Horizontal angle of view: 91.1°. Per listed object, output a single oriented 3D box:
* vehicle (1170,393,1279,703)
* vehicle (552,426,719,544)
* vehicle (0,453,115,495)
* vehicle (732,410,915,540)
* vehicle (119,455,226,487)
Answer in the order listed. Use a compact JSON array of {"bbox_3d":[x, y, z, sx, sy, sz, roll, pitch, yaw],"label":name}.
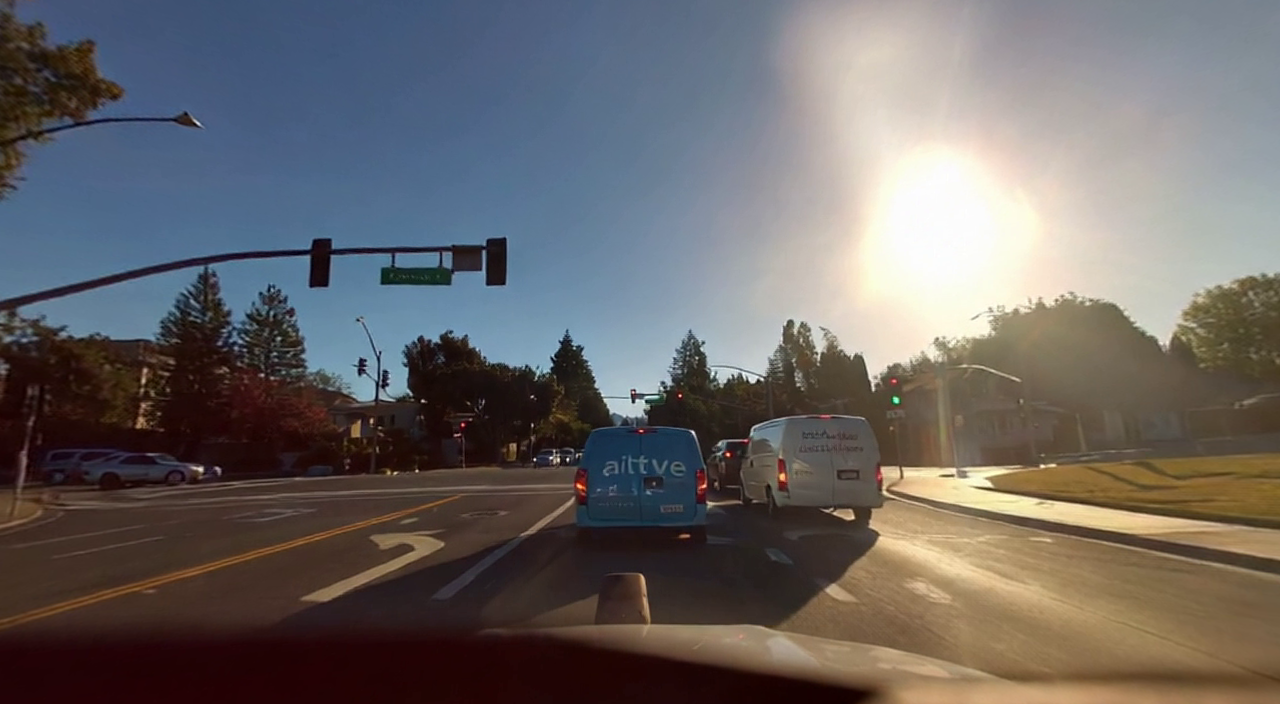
[{"bbox_3d":[3.234,0.614,0.325,1.934,1.506,4.544,0,-9,0],"label":"vehicle"},{"bbox_3d":[-0.045,2.189,10.980,2.321,1.624,4.367,0,-9,1],"label":"vehicle"},{"bbox_3d":[-28.399,5.769,29.810,4.757,1.841,2.121,1,-9,-7],"label":"vehicle"},{"bbox_3d":[3.082,2.175,11.631,2.059,1.924,4.257,0,-9,0],"label":"vehicle"},{"bbox_3d":[-25.219,6.395,34.003,4.073,1.603,1.920,1,-9,-8],"label":"vehicle"}]
